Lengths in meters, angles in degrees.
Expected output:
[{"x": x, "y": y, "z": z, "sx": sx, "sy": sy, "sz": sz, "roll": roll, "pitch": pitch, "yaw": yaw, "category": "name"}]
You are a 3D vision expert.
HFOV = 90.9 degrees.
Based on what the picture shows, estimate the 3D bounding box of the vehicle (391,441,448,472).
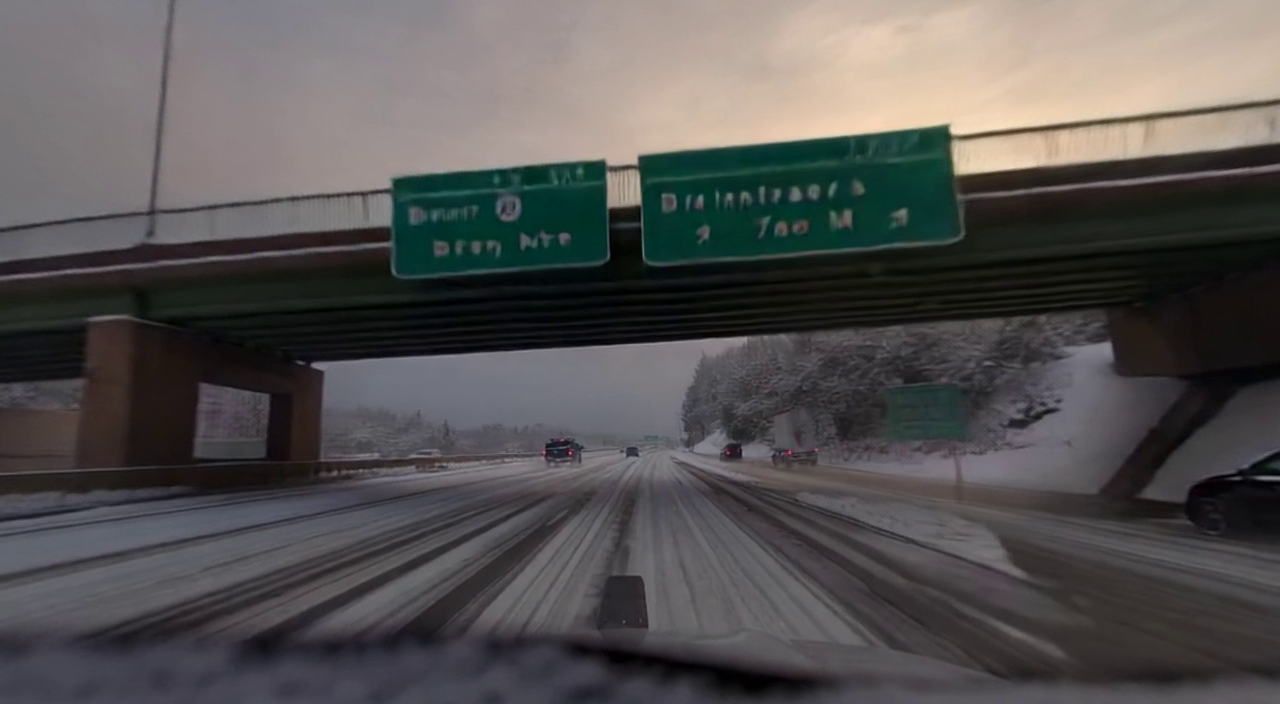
[{"x": -15.378, "y": 7.320, "z": 44.383, "sx": 2.088, "sy": 2.011, "sz": 4.960, "roll": 0, "pitch": -8, "yaw": 1, "category": "vehicle"}]

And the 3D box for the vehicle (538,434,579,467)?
[{"x": -6.344, "y": 7.725, "z": 49.643, "sx": 2.264, "sy": 2.379, "sz": 5.248, "roll": 0, "pitch": -8, "yaw": 2, "category": "vehicle"}]
